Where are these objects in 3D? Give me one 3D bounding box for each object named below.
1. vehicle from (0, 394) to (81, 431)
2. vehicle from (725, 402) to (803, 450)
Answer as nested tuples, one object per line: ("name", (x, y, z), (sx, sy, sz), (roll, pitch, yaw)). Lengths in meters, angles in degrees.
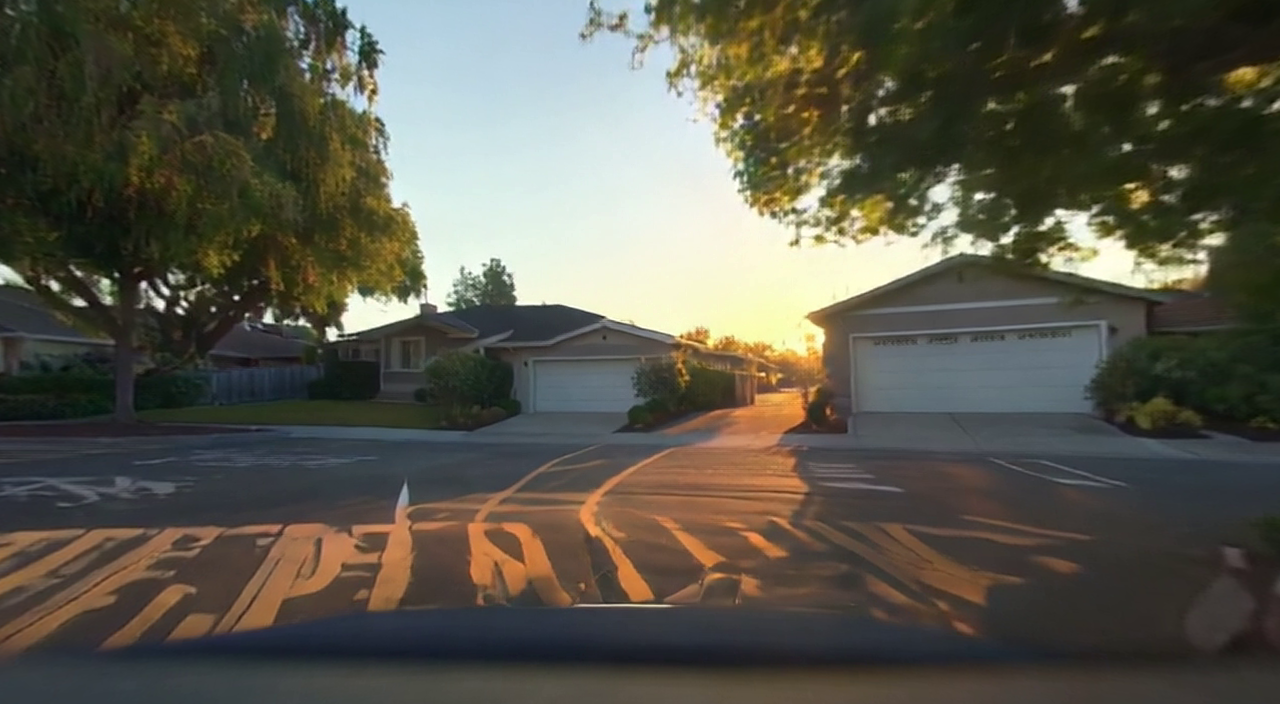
("vehicle", (-30.570, 3.042, 30.997), (2.019, 1.697, 4.310), (0, -7, 3))
("vehicle", (4.119, 2.623, 21.720), (1.860, 1.477, 4.629), (0, -8, 1))
